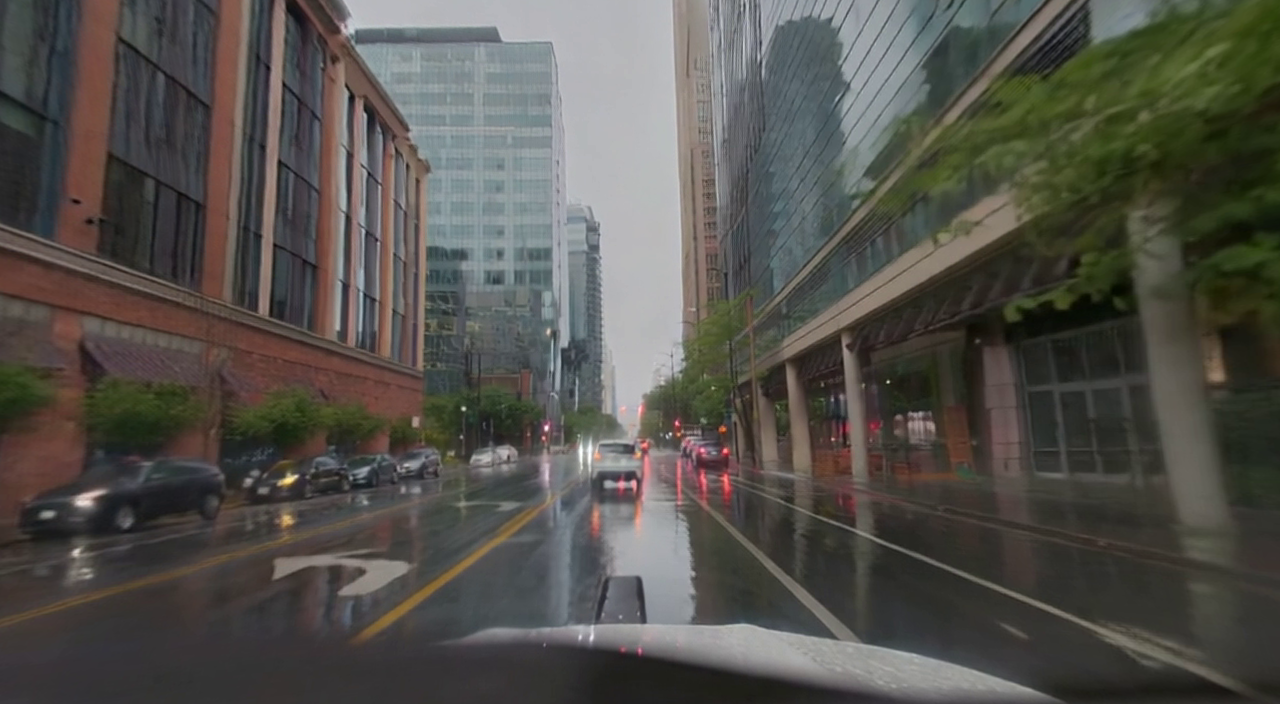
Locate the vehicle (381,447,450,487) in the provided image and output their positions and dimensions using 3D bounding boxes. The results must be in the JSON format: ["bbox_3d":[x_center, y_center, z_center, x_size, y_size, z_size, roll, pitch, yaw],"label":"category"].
[{"bbox_3d":[-12.115,6.192,34.414,2.090,1.784,4.832,-4,-8,-2],"label":"vehicle"}]

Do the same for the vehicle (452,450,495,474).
[{"bbox_3d":[-12.374,8.199,47.209,1.968,1.469,4.523,-3,-8,-1],"label":"vehicle"}]

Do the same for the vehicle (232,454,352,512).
[{"bbox_3d":[-12.172,4.533,22.399,1.976,1.577,4.091,-6,-8,-1],"label":"vehicle"}]

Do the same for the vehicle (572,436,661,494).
[{"bbox_3d":[-0.630,3.217,18.327,2.269,1.479,3.980,0,-8,-1],"label":"vehicle"}]

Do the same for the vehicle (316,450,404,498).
[{"bbox_3d":[-12.278,5.312,28.011,1.945,1.712,4.648,-5,-8,-2],"label":"vehicle"}]

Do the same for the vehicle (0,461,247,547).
[{"bbox_3d":[-11.825,3.412,14.874,1.991,1.507,4.879,-1,-8,0],"label":"vehicle"}]

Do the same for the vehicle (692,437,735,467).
[{"bbox_3d":[4.301,5.912,37.512,1.924,1.645,4.528,-1,-8,-1],"label":"vehicle"}]
